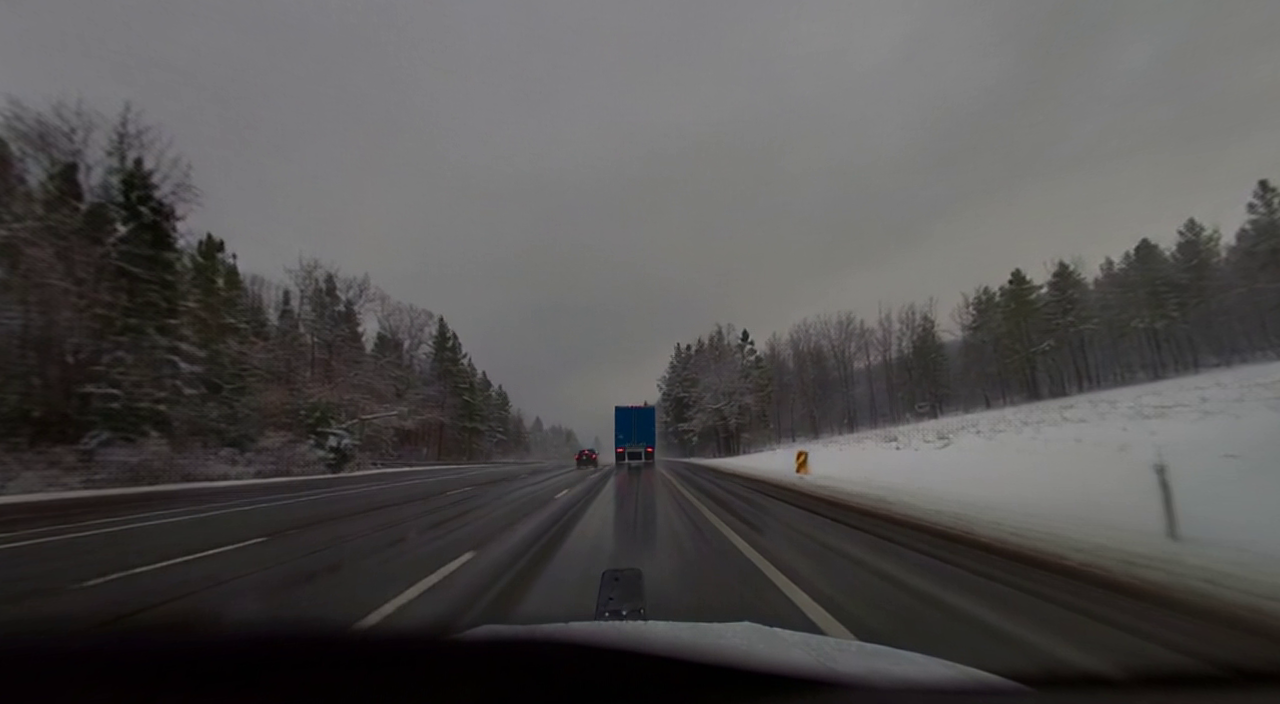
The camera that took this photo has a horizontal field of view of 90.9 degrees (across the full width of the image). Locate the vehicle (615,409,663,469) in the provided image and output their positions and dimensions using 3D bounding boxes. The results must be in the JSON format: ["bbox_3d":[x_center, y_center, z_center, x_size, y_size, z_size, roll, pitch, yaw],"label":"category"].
[{"bbox_3d":[-0.092,6.909,49.892,3.320,4.173,11.889,0,-8,0],"label":"vehicle"}]
